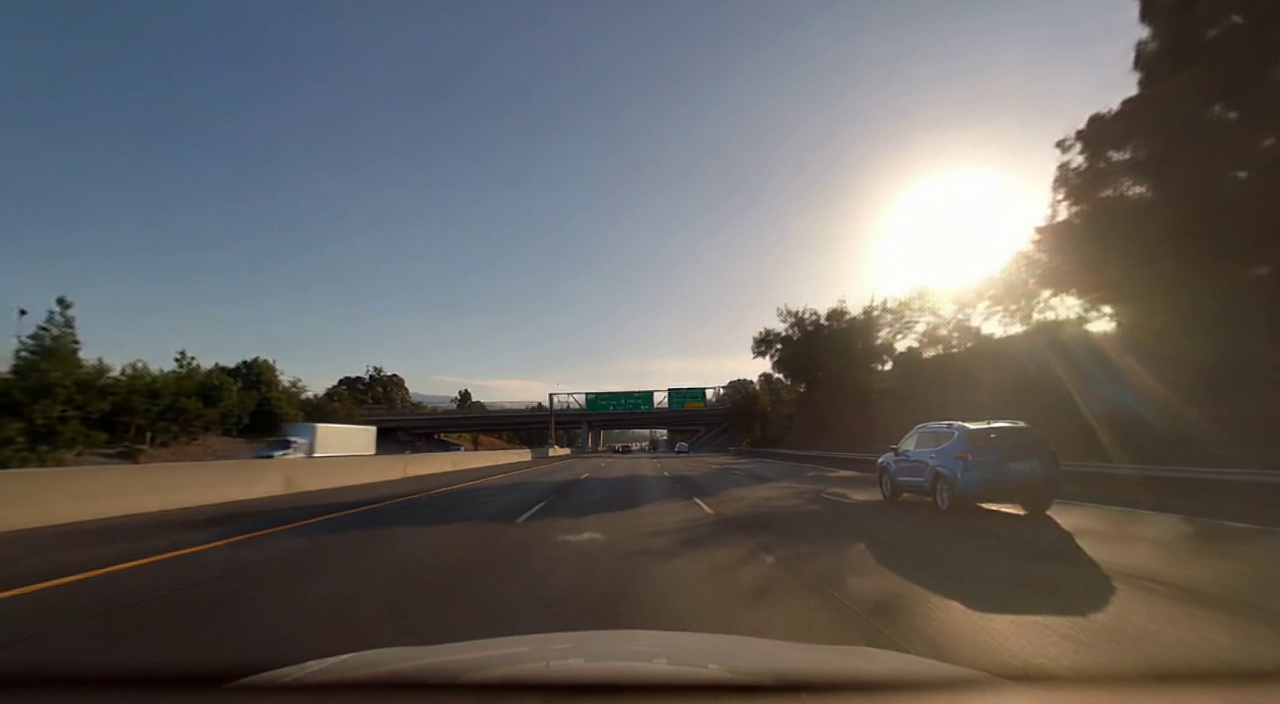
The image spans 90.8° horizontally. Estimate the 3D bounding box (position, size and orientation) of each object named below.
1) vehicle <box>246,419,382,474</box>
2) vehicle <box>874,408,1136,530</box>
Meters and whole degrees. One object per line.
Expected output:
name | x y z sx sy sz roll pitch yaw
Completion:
vehicle | -22.085 6.585 44.108 2.950 3.260 12.497 0 -8 0
vehicle | 6.579 2.171 12.243 2.222 1.899 4.595 0 -8 -1
